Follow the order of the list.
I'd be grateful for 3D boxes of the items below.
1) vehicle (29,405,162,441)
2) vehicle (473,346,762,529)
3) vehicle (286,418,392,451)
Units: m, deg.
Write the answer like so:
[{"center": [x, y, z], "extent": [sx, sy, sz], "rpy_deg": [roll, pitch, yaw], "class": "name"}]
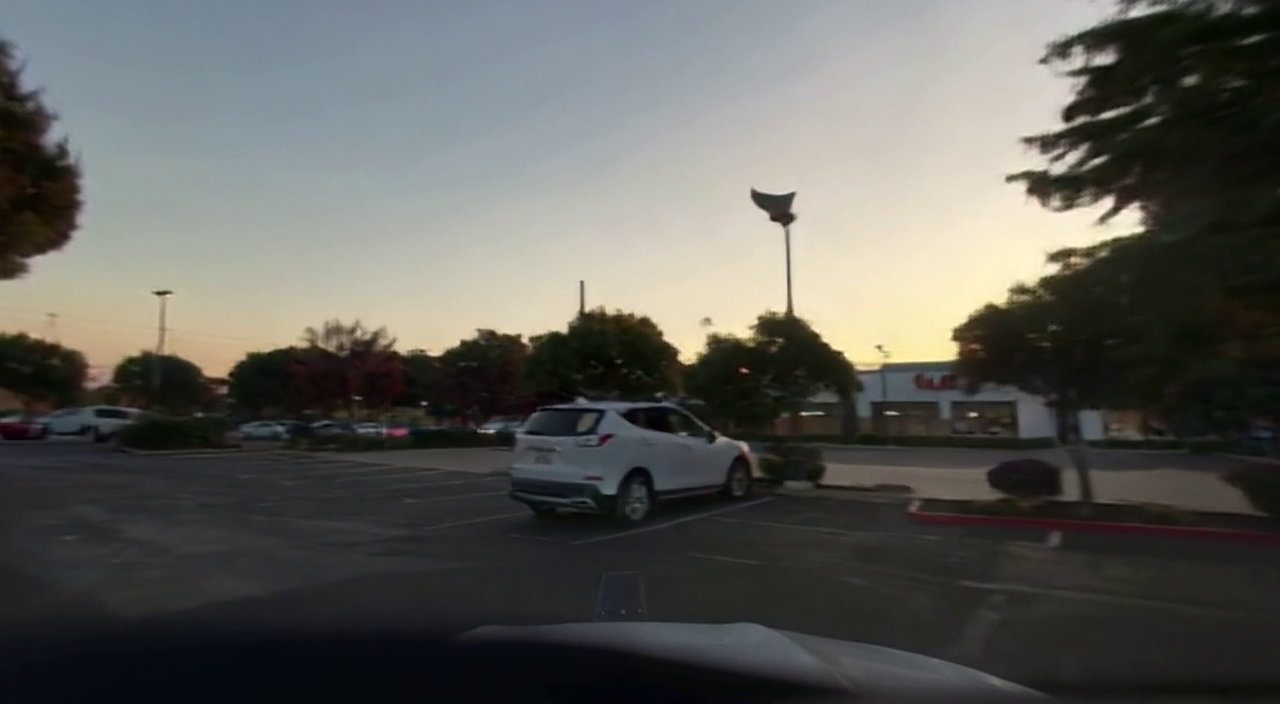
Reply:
[{"center": [-27.910, 3.708, 32.562], "extent": [1.981, 1.687, 4.660], "rpy_deg": [-4, -9, 30], "class": "vehicle"}, {"center": [0.008, 1.449, 10.611], "extent": [2.200, 2.257, 5.237], "rpy_deg": [-5, -10, 32], "class": "vehicle"}, {"center": [-14.130, 3.937, 29.881], "extent": [1.760, 1.449, 4.106], "rpy_deg": [-5, -10, 32], "class": "vehicle"}]
